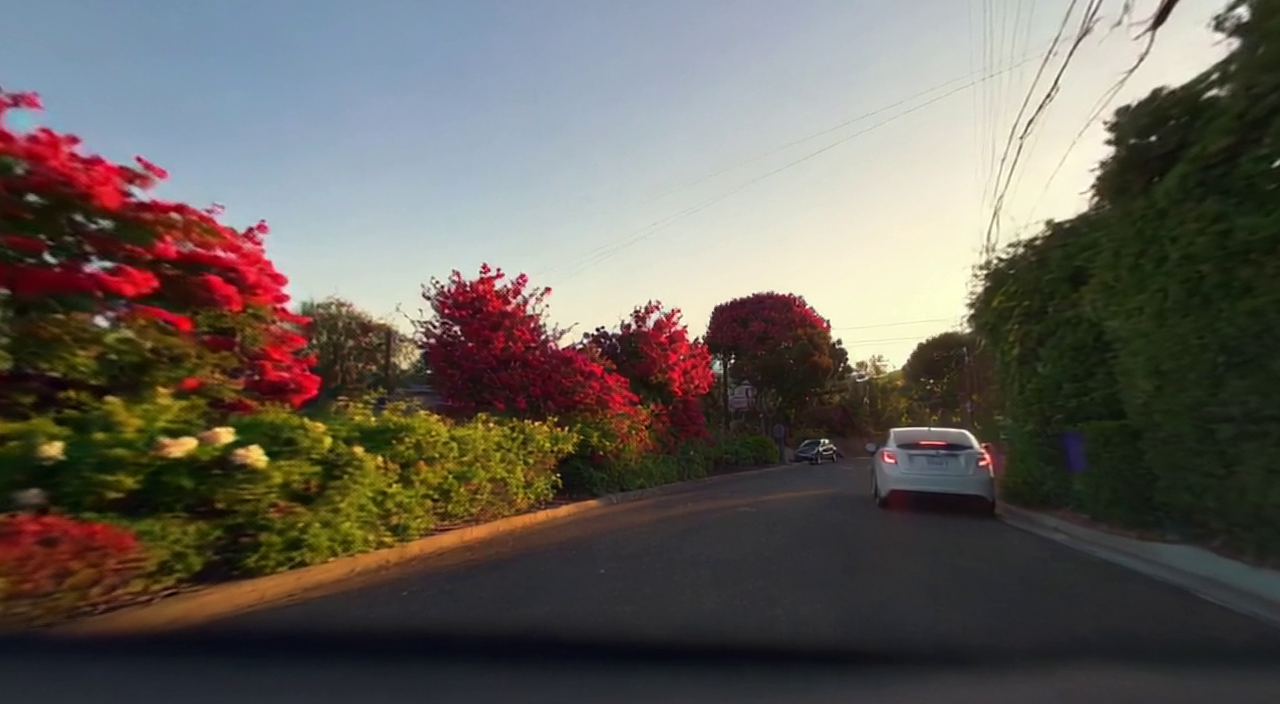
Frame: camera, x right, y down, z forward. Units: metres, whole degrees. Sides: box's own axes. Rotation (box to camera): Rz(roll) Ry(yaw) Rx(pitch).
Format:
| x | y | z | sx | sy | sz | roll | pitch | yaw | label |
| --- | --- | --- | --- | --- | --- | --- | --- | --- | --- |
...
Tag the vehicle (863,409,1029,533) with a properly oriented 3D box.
| x | y | z | sx | sy | sz | roll | pitch | yaw | label |
| --- | --- | --- | --- | --- | --- | --- | --- | --- | --- |
| 5.824 | 2.290 | 12.829 | 2.311 | 1.909 | 5.570 | -3 | -9 | 19 | vehicle |
